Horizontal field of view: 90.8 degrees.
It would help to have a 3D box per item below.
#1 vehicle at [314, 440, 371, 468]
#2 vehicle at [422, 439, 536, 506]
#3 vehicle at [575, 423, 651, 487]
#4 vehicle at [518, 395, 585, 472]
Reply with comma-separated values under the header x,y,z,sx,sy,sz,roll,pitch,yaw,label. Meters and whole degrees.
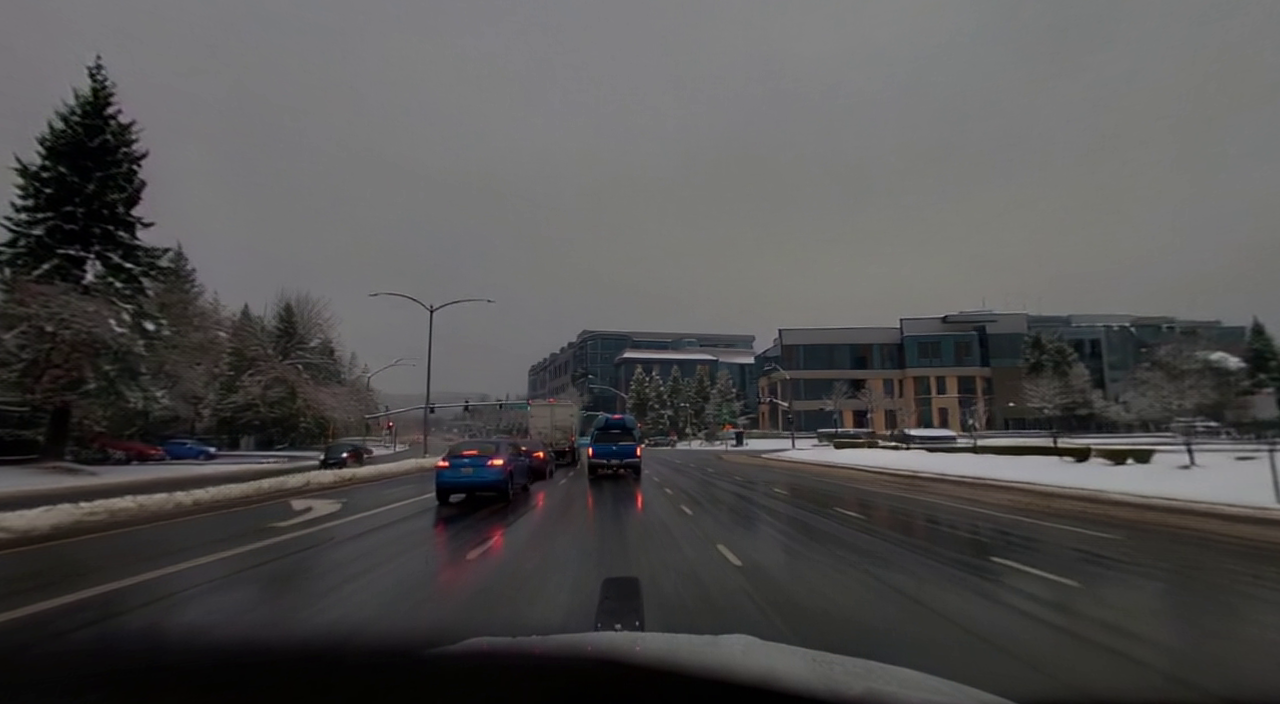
x,y,z,sx,sy,sz,roll,pitch,yaw,label
-20.882,7.155,44.582,2.089,1.861,4.615,1,-8,-5,vehicle
-3.920,2.974,16.178,1.904,1.460,4.300,0,-8,-2,vehicle
-0.903,3.410,21.197,2.260,1.872,4.578,0,-8,-3,vehicle
-4.937,5.002,38.090,2.918,3.741,13.683,0,-8,-4,vehicle
